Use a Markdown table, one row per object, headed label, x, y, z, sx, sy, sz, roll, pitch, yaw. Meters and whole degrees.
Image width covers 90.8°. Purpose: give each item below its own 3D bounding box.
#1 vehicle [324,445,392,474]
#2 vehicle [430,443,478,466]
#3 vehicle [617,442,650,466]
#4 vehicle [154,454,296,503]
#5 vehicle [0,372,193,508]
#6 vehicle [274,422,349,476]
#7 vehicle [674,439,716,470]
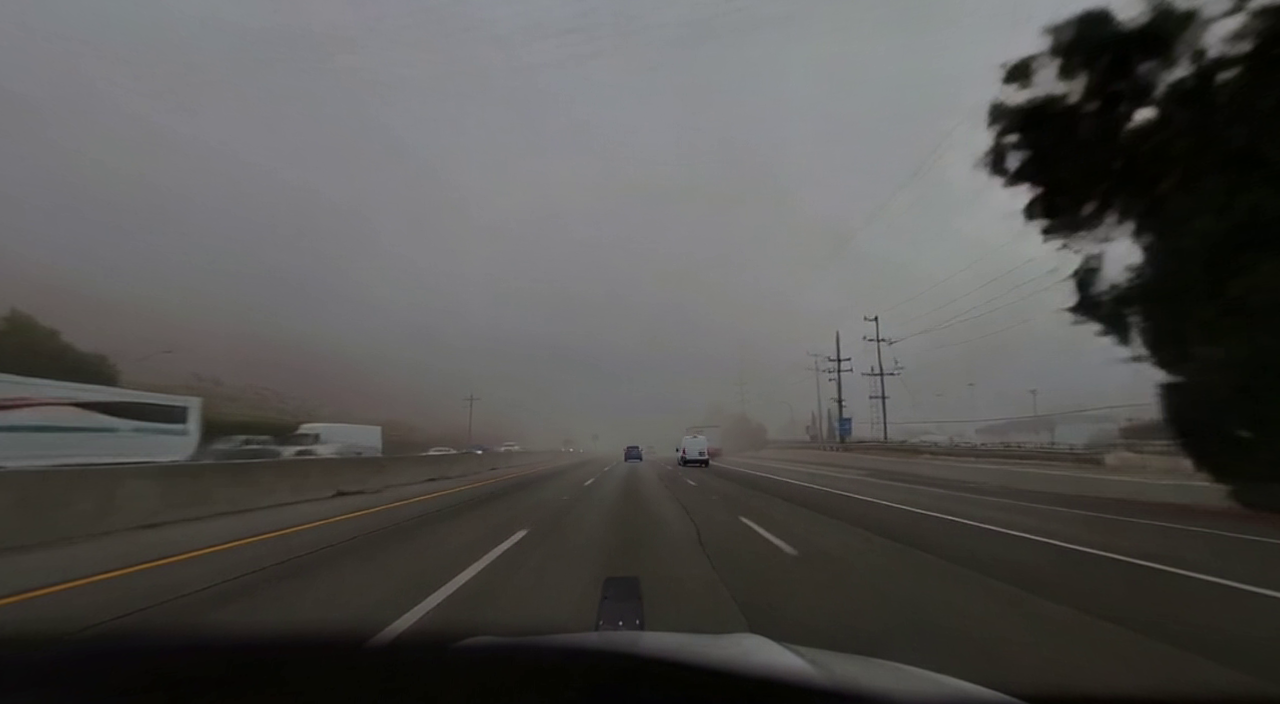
| label | x | y | z | sx | sy | sz | roll | pitch | yaw |
| --- | --- | --- | --- | --- | --- | --- | --- | --- | --- |
| vehicle | -21.306 | 8.117 | 48.055 | 2.258 | 2.068 | 6.386 | 0 | -9 | 0 |
| vehicle | -13.422 | 7.420 | 45.827 | 1.934 | 1.522 | 4.697 | 0 | -9 | 1 |
| vehicle | -0.493 | 7.590 | 47.100 | 2.325 | 1.712 | 4.592 | 0 | -9 | 0 |
| vehicle | -13.822 | 4.209 | 21.411 | 1.872 | 1.433 | 4.353 | 0 | -9 | 0 |
| vehicle | -21.256 | 2.816 | 20.161 | 2.907 | 4.138 | 15.184 | 0 | -9 | 0 |
| vehicle | -25.730 | 7.608 | 49.761 | 2.968 | 3.977 | 5.142 | 0 | -9 | 0 |
| vehicle | 3.362 | 6.382 | 39.454 | 2.036 | 1.796 | 4.470 | 0 | -9 | -2 |
